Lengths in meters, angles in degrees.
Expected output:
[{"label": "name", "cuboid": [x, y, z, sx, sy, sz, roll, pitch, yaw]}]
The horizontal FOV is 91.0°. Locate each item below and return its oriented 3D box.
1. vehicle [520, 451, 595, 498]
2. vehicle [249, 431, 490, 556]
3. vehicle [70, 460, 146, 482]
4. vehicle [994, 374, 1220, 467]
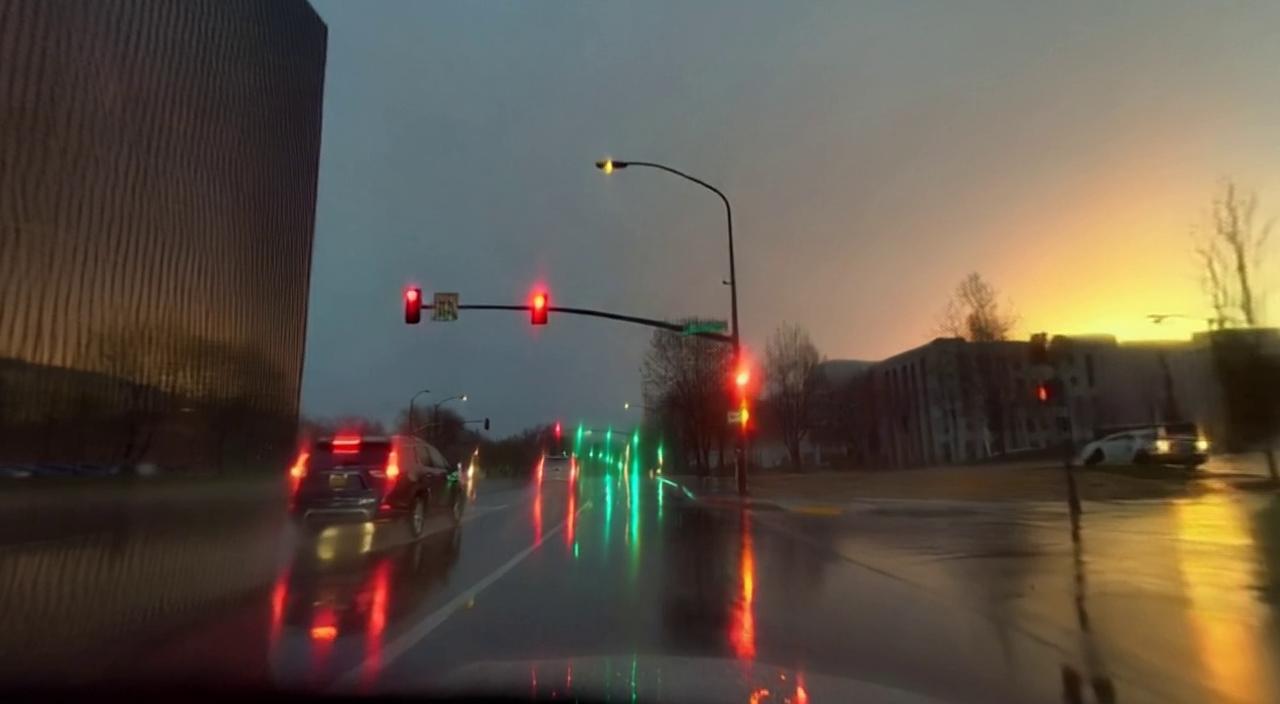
[{"label": "vehicle", "cuboid": [-3.497, 5.307, 27.815, 2.384, 1.849, 5.009, 0, -9, 2]}, {"label": "vehicle", "cuboid": [-4.397, 2.368, 11.294, 2.169, 1.741, 4.588, 0, -9, 1]}, {"label": "vehicle", "cuboid": [-38.119, 8.565, 45.131, 3.794, 1.481, 1.758, -1, -11, 2]}, {"label": "vehicle", "cuboid": [15.758, 2.476, 21.735, 4.005, 2.827, 4.538, 2, -9, -10]}]
